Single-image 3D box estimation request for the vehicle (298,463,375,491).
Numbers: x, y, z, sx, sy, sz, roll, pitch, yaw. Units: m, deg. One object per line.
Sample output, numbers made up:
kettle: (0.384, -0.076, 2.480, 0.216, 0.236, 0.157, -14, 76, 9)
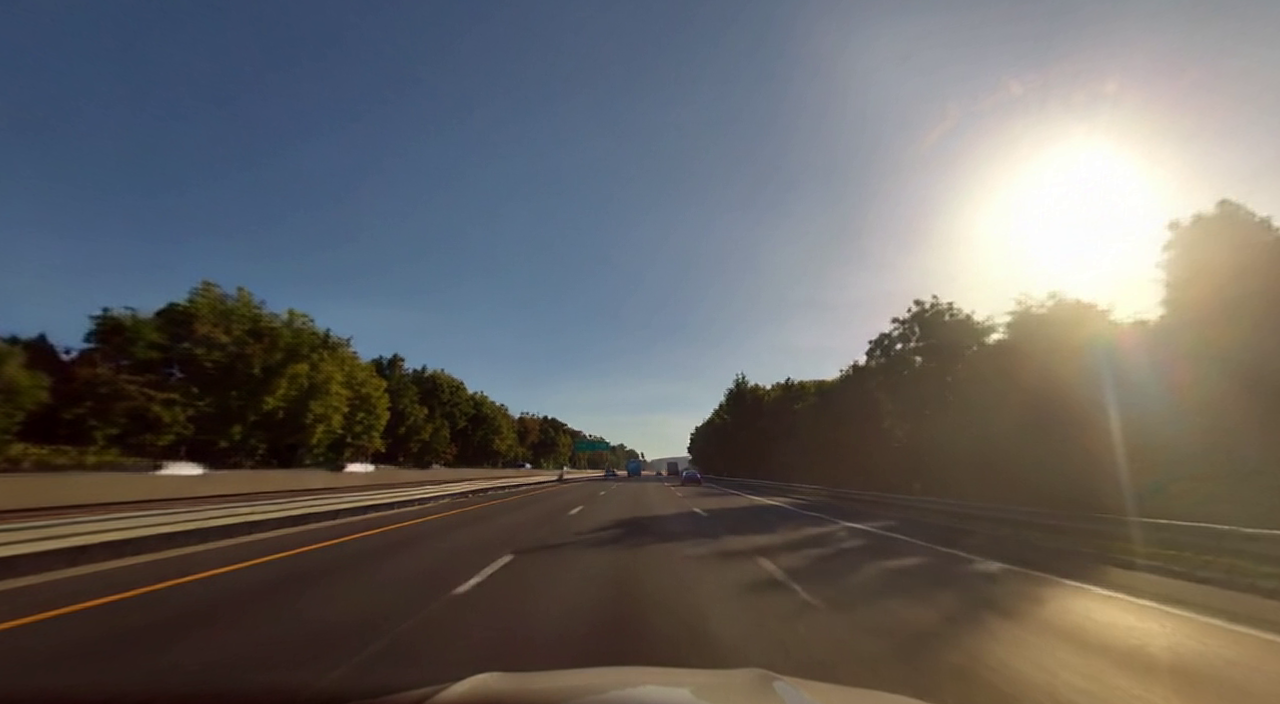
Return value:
vehicle: (-16.348, 6.751, 34.196, 1.789, 1.368, 4.897, 1, -10, -1)
